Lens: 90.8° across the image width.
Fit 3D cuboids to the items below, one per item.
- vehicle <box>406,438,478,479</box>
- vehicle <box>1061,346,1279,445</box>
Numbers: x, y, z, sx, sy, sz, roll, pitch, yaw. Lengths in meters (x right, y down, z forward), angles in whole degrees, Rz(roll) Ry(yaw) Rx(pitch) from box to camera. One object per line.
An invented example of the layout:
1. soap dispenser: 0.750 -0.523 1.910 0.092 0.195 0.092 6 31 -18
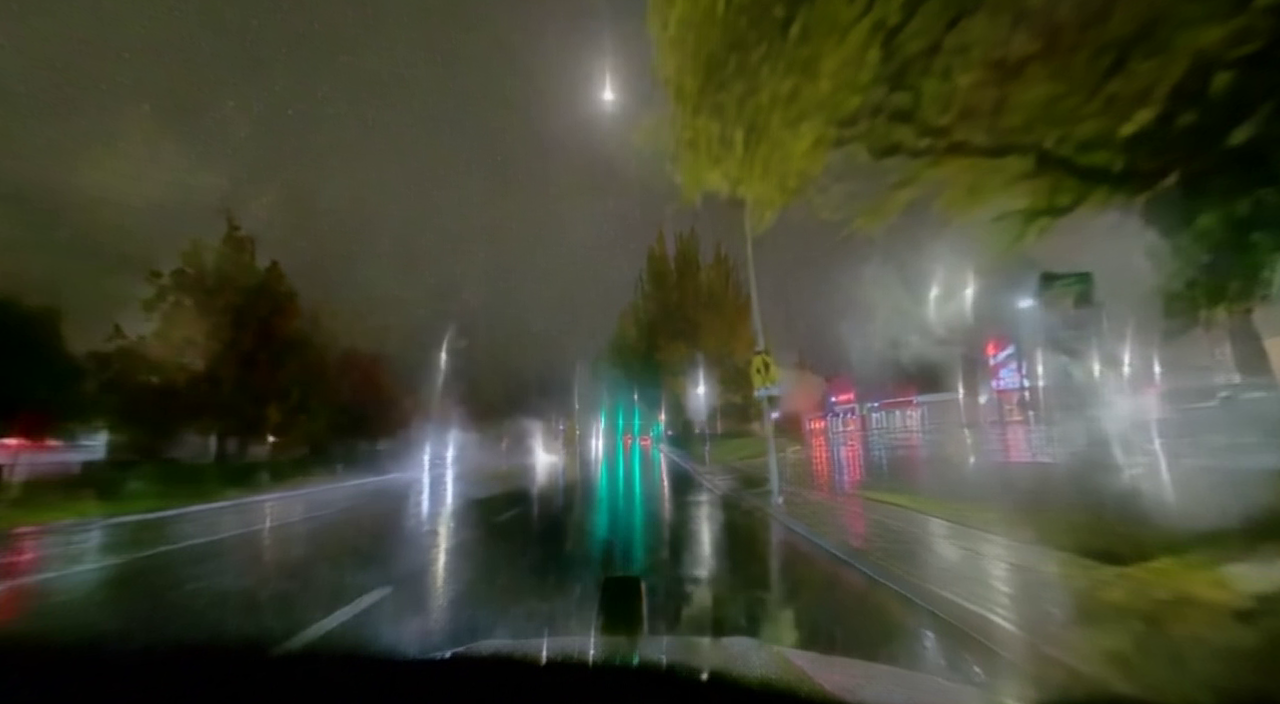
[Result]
1. vehicle: -9.296 5.003 30.073 2.050 1.721 4.369 0 -7 -1
2. vehicle: 12.635 1.097 14.107 1.939 1.753 4.974 3 -11 -23
